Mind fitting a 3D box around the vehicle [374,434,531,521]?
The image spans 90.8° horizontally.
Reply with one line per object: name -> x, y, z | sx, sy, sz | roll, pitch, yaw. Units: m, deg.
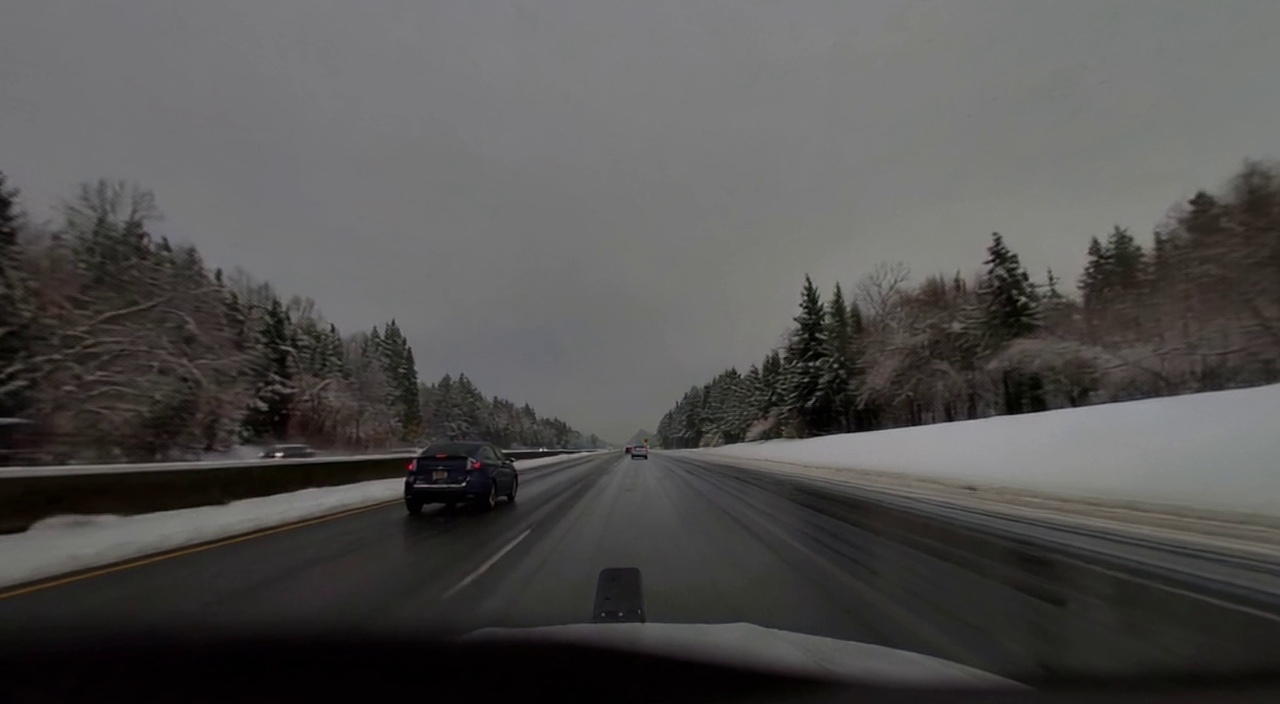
vehicle -> -3.759, 2.586, 13.604 | 2.050, 1.547, 4.266 | 0, -8, 0

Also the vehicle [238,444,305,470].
vehicle -> -28.473, 8.129, 49.017 | 2.147, 1.897, 5.048 | 0, -8, 0
